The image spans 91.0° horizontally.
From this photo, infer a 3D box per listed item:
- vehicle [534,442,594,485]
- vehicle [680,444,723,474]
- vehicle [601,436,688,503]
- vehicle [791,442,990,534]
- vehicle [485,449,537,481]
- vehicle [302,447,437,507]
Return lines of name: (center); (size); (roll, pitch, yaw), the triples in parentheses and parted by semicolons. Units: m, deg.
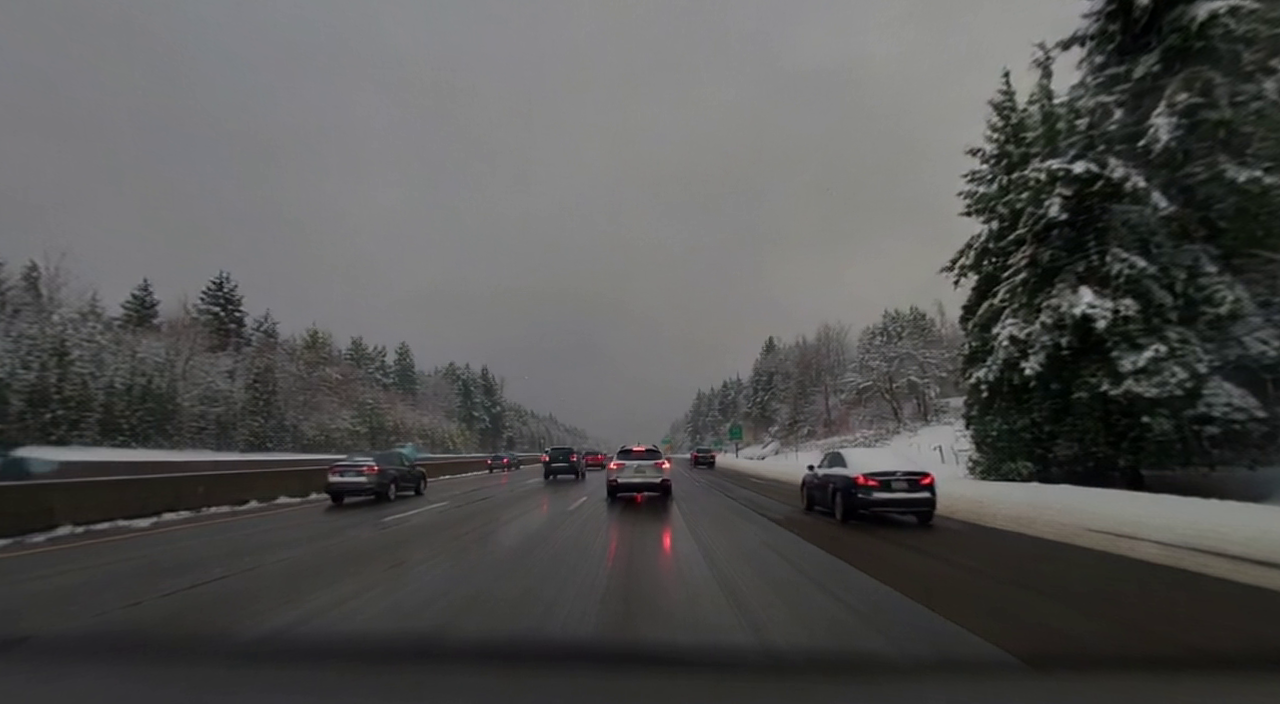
vehicle: (-3.365, 5.026, 28.776); (2.142, 1.808, 4.266); (0, -9, 1)
vehicle: (3.965, 6.980, 41.336); (2.175, 1.830, 5.173); (0, -9, -1)
vehicle: (0.151, 3.350, 18.395); (2.223, 1.722, 4.177); (0, -9, 1)
vehicle: (4.625, 2.554, 12.575); (2.006, 1.474, 4.669); (0, -9, 0)
vehicle: (-7.063, 6.196, 34.785); (1.931, 1.617, 4.060); (0, -9, 1)
vehicle: (-7.698, 3.561, 18.479); (1.927, 1.514, 4.474); (0, -9, 1)
